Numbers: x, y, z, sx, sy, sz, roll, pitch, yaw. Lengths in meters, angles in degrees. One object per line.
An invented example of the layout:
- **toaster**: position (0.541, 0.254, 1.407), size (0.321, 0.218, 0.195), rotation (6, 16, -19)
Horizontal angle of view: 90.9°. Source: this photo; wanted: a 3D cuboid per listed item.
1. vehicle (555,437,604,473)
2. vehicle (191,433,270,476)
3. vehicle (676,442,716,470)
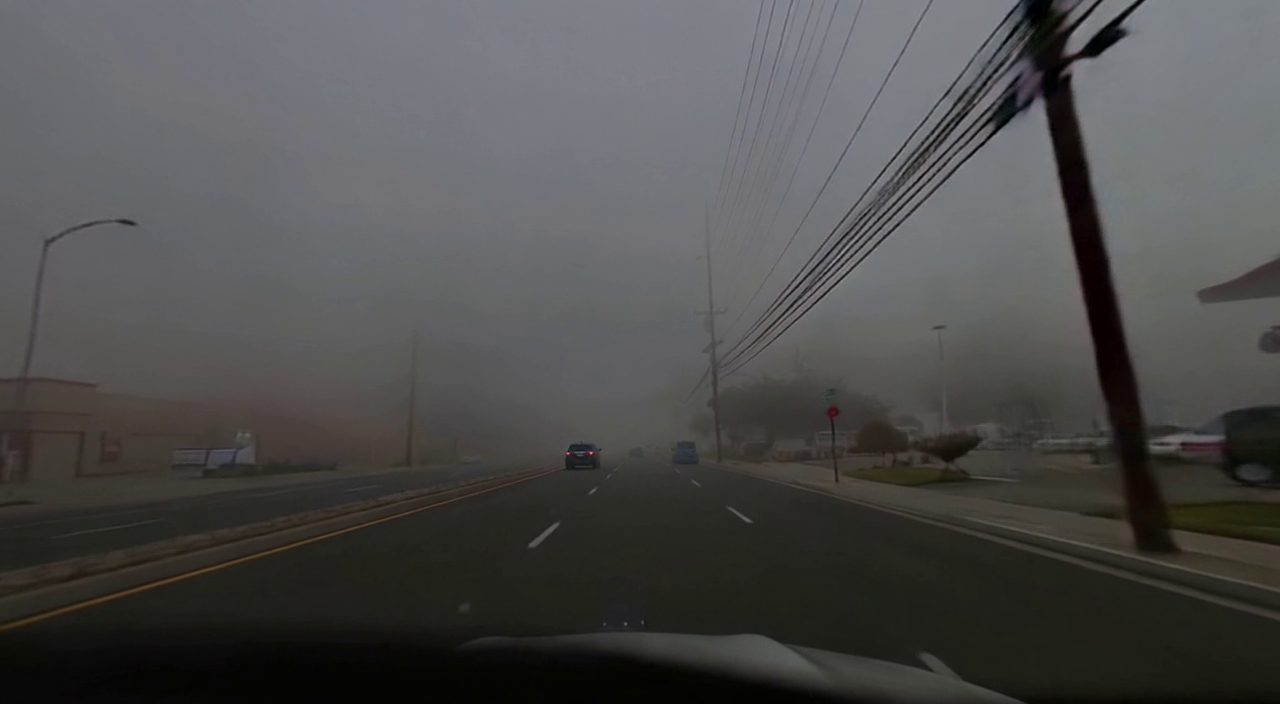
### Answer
- **vehicle**: position (-2.979, 5.189, 31.918), size (2.047, 1.664, 4.148), rotation (0, -9, 0)
- **vehicle**: position (-28.097, 7.015, 43.549), size (2.230, 2.687, 5.908), rotation (1, -8, -9)
- **vehicle**: position (3.136, 5.918, 36.087), size (1.978, 1.455, 4.195), rotation (0, -9, 1)
